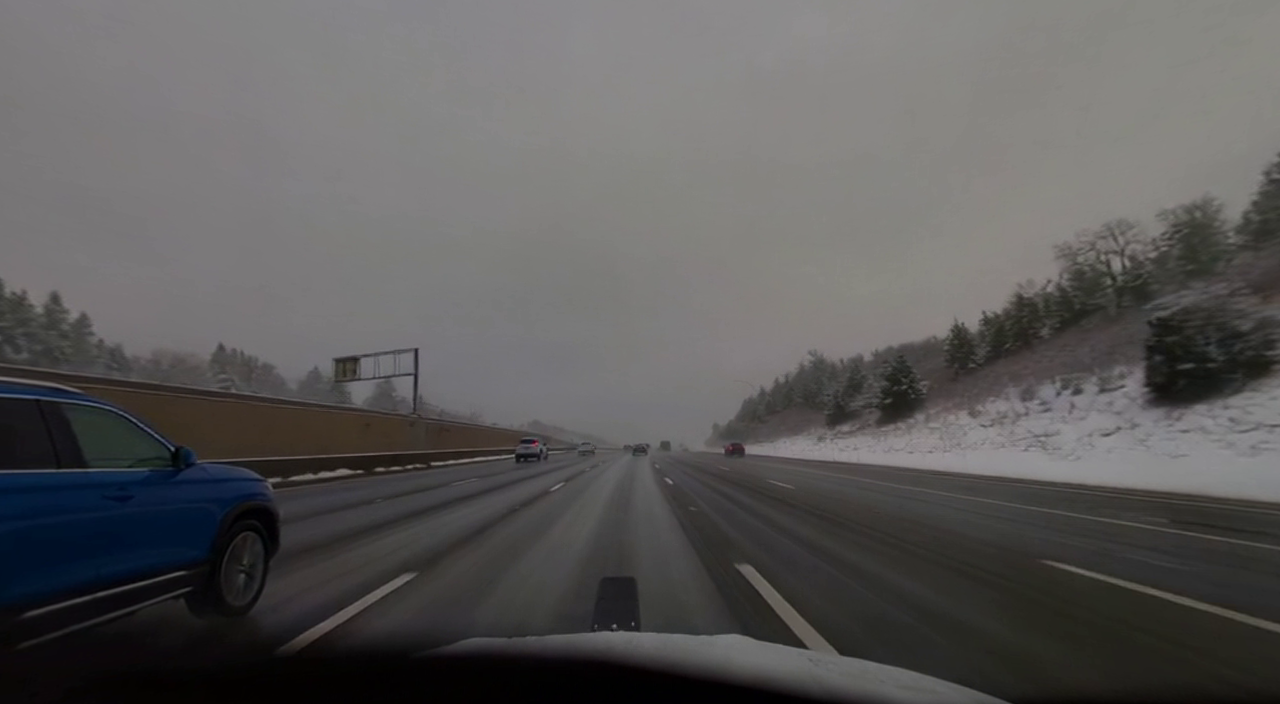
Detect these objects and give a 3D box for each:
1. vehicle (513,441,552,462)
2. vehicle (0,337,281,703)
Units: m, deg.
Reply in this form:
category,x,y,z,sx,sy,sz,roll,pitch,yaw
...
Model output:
category,x,y,z,sx,sy,sz,roll,pitch,yaw
vehicle,-7.931,7.390,47.144,2.054,1.474,4.450,0,-9,1
vehicle,-3.643,0.756,2.249,2.047,1.715,4.689,0,-9,-1
